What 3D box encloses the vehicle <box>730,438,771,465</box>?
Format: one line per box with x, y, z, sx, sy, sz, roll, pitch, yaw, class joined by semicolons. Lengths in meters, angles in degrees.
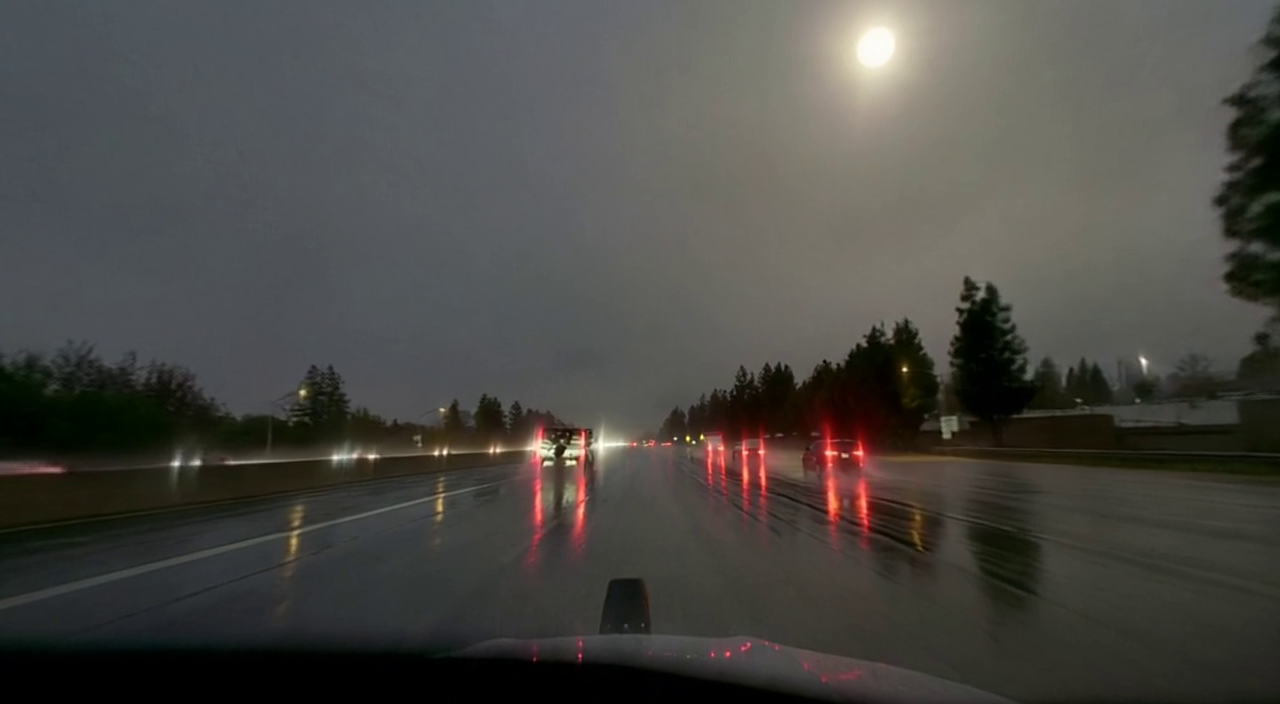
7.486;6.788;43.143;2.063;1.706;4.259;0;-8;1;vehicle

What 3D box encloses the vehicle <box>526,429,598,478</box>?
-3.362;4.531;28.406;2.453;1.952;5.320;0;-8;1;vehicle
